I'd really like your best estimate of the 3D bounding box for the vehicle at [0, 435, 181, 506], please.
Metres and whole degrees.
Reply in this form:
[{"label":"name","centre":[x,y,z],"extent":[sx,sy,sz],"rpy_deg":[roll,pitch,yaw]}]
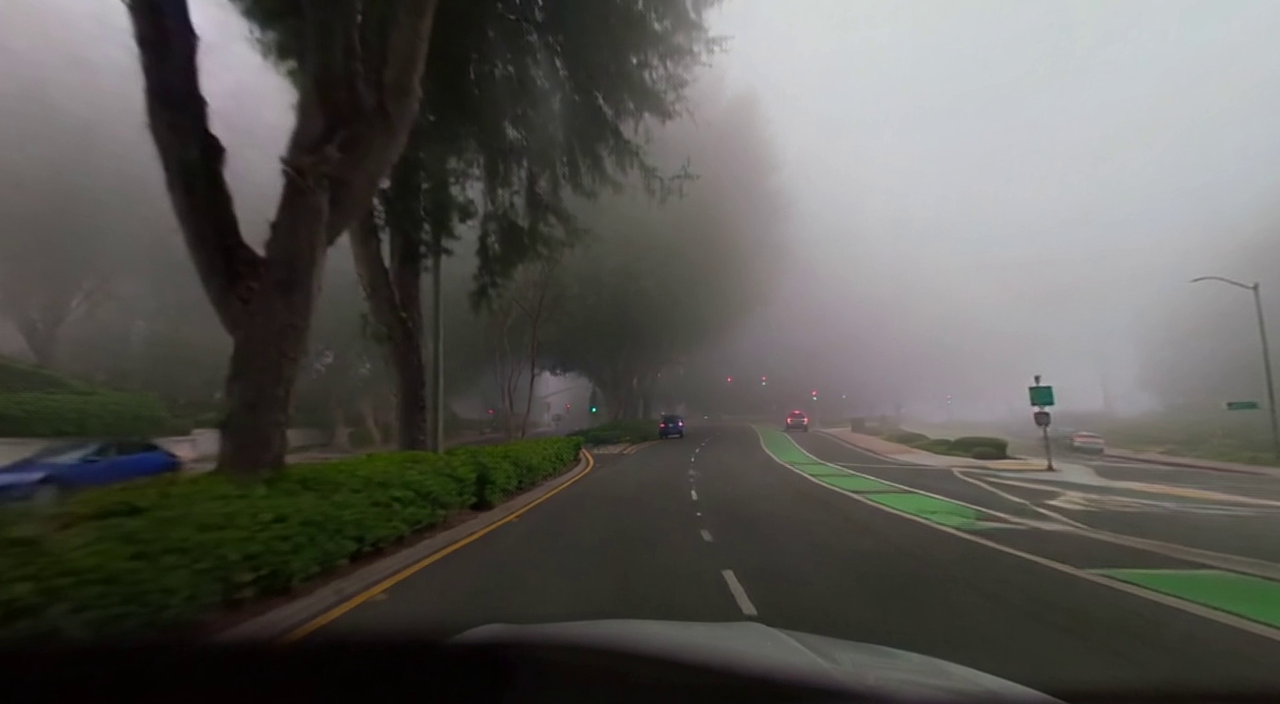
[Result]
[{"label":"vehicle","centre":[-14.202,2.917,15.884],"extent":[1.903,1.504,4.346],"rpy_deg":[-3,-9,3]}]
